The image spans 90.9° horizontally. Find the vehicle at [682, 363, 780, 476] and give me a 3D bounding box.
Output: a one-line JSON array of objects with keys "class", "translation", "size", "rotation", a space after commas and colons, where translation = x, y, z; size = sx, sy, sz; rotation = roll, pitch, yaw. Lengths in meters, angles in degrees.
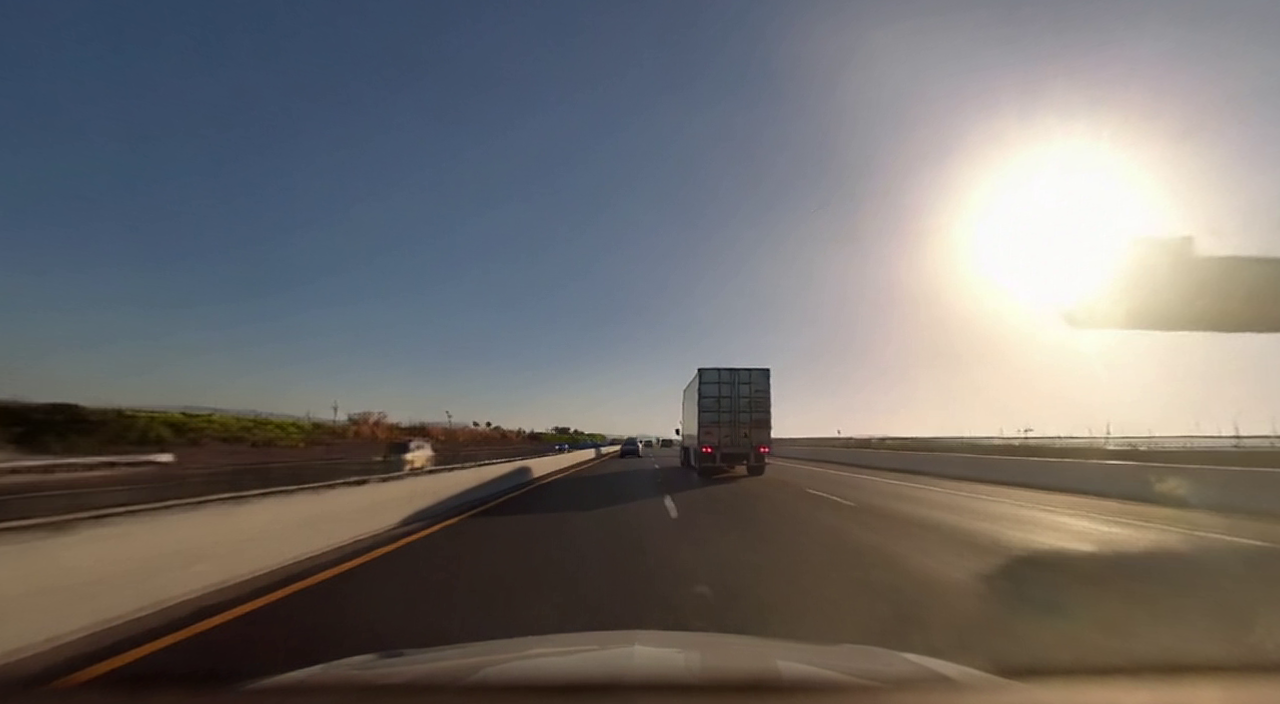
[{"class": "vehicle", "translation": [3.724, 3.326, 29.429], "size": [2.966, 4.072, 13.408], "rotation": [0, -8, 2]}]

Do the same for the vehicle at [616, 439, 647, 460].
[{"class": "vehicle", "translation": [-0.613, 7.621, 49.361], "size": [2.208, 1.542, 5.138], "rotation": [0, -8, 2]}]
